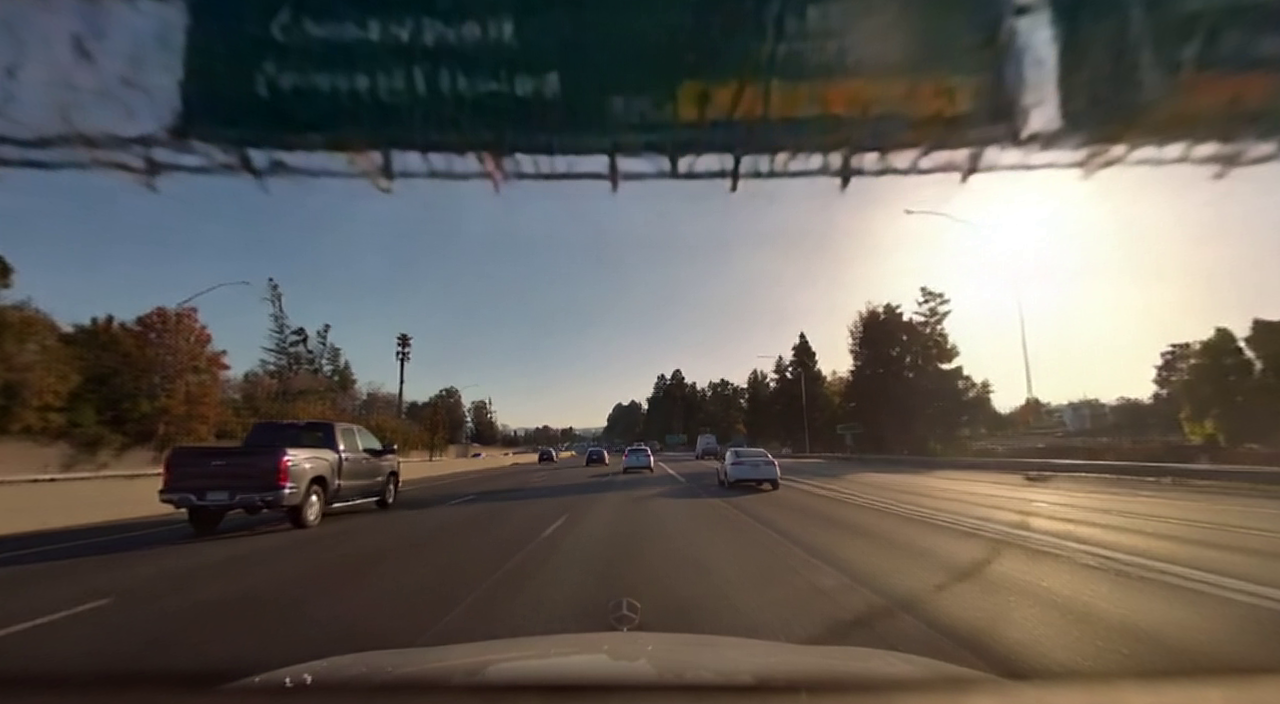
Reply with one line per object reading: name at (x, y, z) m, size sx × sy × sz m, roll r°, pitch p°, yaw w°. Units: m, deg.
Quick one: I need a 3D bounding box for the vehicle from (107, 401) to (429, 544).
vehicle at (-6.324, 2.165, 12.117) m, size 2.444 × 2.012 × 6.122 m, roll 0°, pitch -8°, yaw 0°

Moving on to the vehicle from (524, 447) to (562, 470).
vehicle at (-6.711, 7.403, 44.129) m, size 1.920 × 1.482 × 4.385 m, roll 0°, pitch -8°, yaw 0°

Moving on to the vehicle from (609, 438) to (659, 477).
vehicle at (-0.292, 5.282, 32.001) m, size 2.323 × 1.805 × 4.729 m, roll 0°, pitch -8°, yaw 0°

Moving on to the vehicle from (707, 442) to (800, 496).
vehicle at (3.369, 3.556, 19.605) m, size 2.011 × 1.462 × 4.286 m, roll 0°, pitch -8°, yaw -1°
